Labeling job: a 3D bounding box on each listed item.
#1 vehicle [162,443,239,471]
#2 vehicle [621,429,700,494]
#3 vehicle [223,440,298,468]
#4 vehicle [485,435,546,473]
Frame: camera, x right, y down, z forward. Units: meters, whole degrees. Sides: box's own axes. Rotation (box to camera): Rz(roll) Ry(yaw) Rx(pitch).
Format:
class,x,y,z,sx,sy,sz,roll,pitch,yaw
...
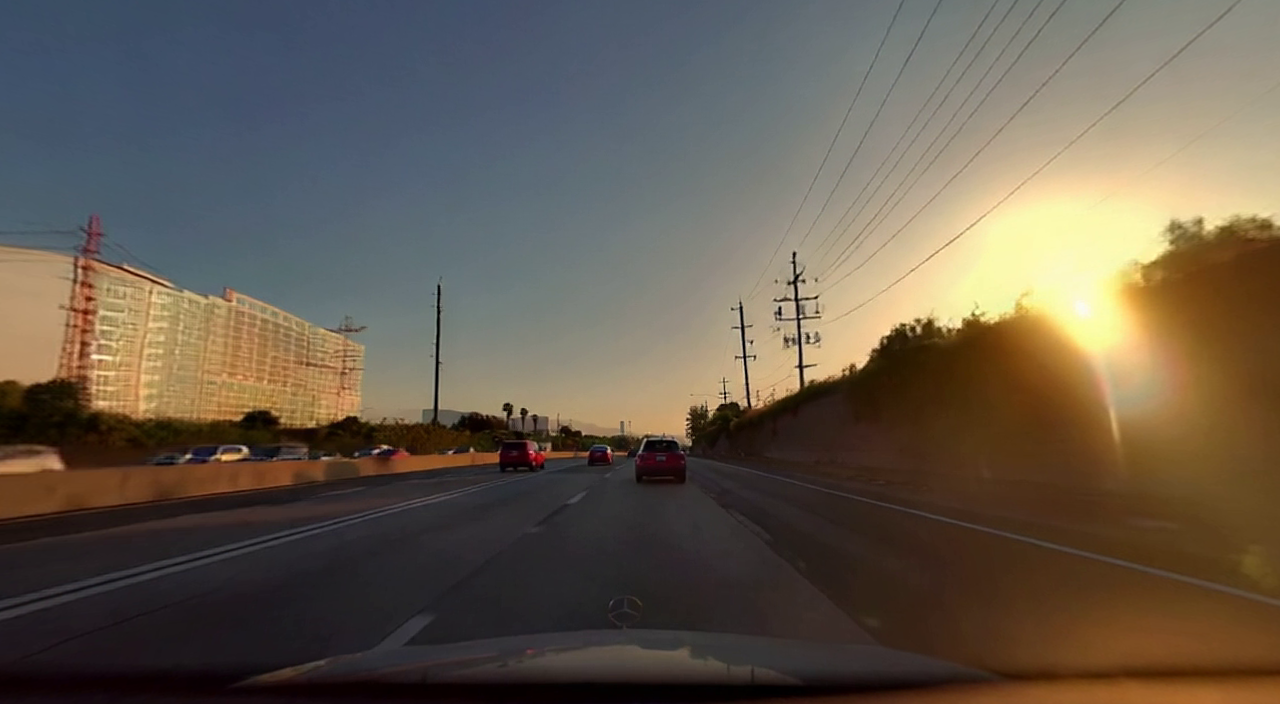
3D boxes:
class,x,y,z,sx,sy,sz,roll,pitch,yaw
vehicle,-24.811,5.921,35.742,1.679,1.481,3.608,0,-8,1
vehicle,0.546,3.258,19.142,2.134,1.733,4.049,0,-8,0
vehicle,-28.183,7.572,47.115,2.154,1.901,5.667,0,-8,-1
vehicle,-6.516,5.423,33.692,2.220,1.841,4.516,0,-8,2
